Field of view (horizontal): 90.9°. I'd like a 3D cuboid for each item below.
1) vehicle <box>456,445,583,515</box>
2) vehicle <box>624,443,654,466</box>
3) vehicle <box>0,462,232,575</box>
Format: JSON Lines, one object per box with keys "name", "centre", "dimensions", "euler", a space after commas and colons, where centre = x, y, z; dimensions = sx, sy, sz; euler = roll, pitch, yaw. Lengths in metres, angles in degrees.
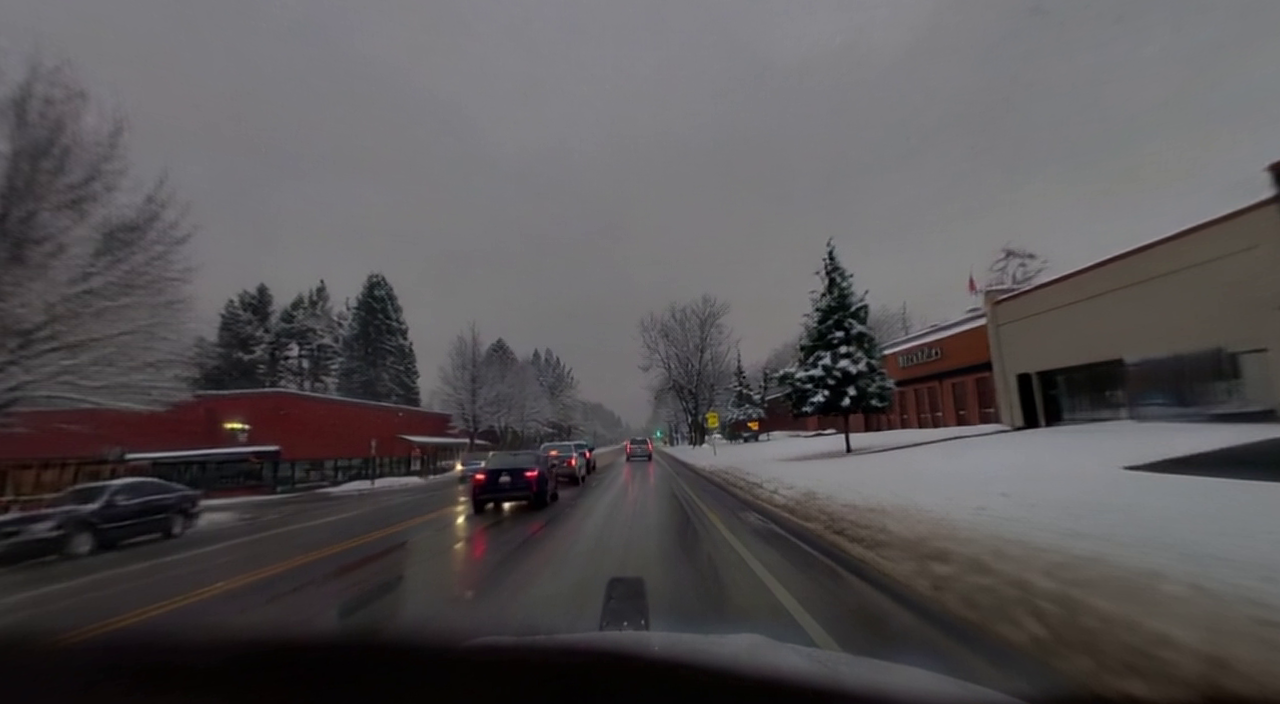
{"name": "vehicle", "centre": [-2.679, 2.961, 15.247], "dimensions": [2.099, 1.424, 4.609], "euler": [0, -8, 1]}
{"name": "vehicle", "centre": [-0.123, 7.027, 43.507], "dimensions": [2.020, 1.478, 3.922], "euler": [0, -8, -2]}
{"name": "vehicle", "centre": [-11.313, 3.427, 13.480], "dimensions": [1.978, 1.640, 4.695], "euler": [-9, -8, 0]}
